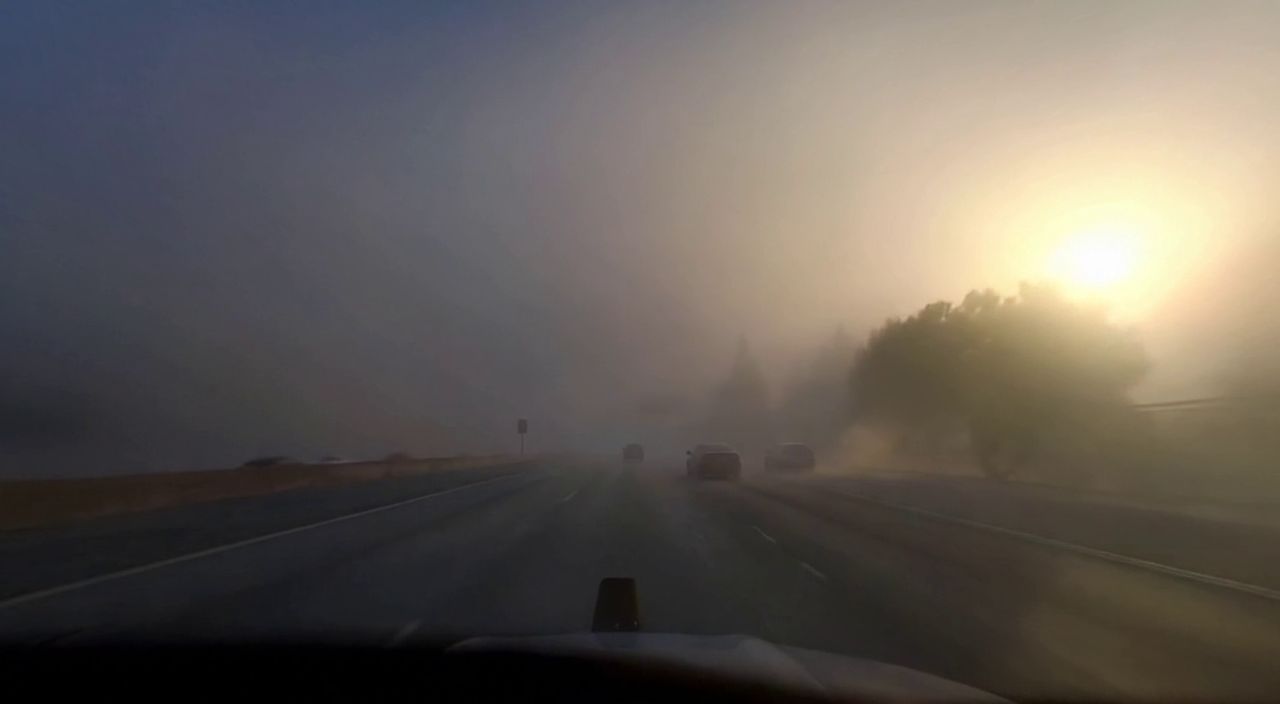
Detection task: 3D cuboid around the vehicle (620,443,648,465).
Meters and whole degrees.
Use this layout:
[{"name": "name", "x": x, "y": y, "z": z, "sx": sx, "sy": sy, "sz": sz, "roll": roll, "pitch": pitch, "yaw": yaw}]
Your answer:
[{"name": "vehicle", "x": -0.513, "y": 7.786, "z": 48.354, "sx": 2.029, "sy": 1.595, "sz": 4.207, "roll": 0, "pitch": -9, "yaw": -2}]

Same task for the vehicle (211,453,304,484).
[{"name": "vehicle", "x": -20.066, "y": 6.089, "z": 33.420, "sx": 1.998, "sy": 1.460, "sz": 4.654, "roll": 0, "pitch": -9, "yaw": 0}]

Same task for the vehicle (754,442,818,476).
[{"name": "vehicle", "x": 6.998, "y": 5.155, "z": 30.764, "sx": 1.946, "sy": 1.497, "sz": 4.467, "roll": 0, "pitch": -9, "yaw": -2}]

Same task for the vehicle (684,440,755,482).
[{"name": "vehicle", "x": 3.057, "y": 4.309, "z": 25.297, "sx": 2.076, "sy": 1.472, "sz": 4.562, "roll": 0, "pitch": -9, "yaw": -2}]
